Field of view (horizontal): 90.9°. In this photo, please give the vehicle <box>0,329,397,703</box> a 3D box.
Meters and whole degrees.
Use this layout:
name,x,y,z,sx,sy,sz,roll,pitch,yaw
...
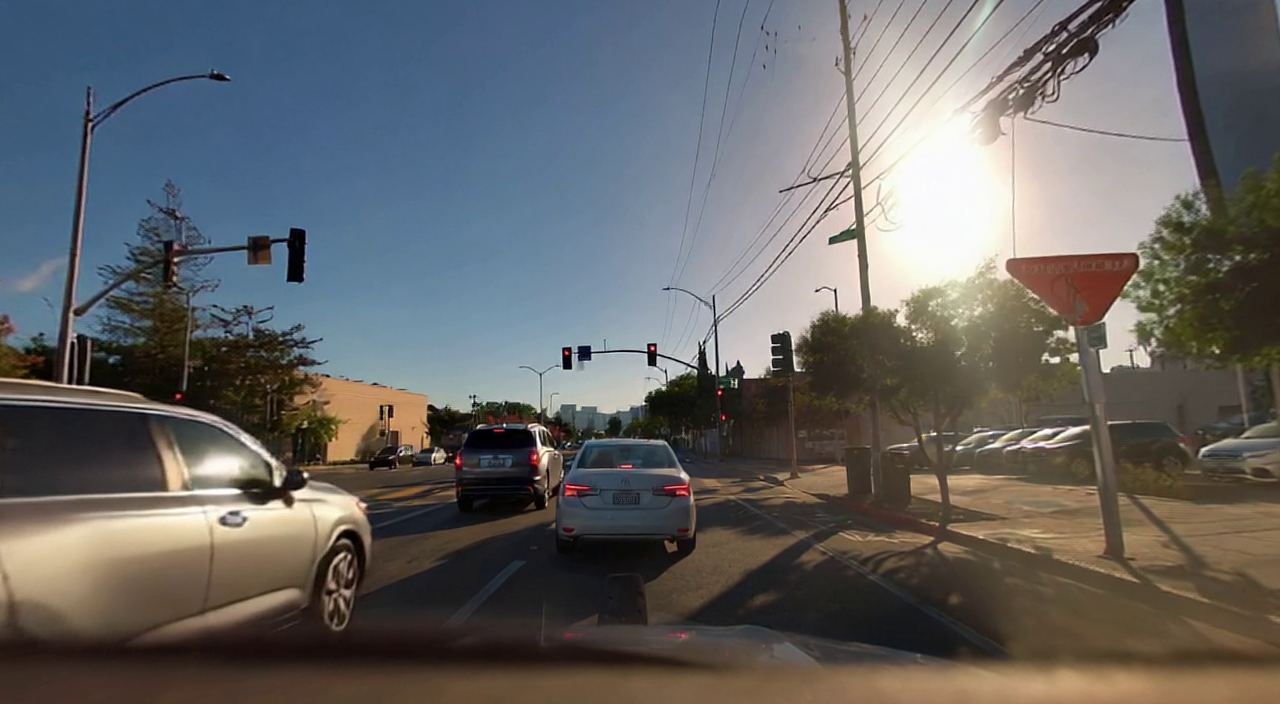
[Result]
name,x,y,z,sx,sy,sz,roll,pitch,yaw
vehicle,-2.908,0.940,2.938,2.003,1.681,3.878,0,-8,0

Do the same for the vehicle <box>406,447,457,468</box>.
name,x,y,z,sx,sy,sz,roll,pitch,yaw
vehicle,-15.547,7.800,46.853,2.111,1.511,4.641,6,-10,-36

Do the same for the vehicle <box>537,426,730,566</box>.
name,x,y,z,sx,sy,sz,roll,pitch,yaw
vehicle,-0.152,1.859,8.963,2.070,1.481,4.216,0,-8,-2

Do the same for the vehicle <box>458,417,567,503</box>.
name,x,y,z,sx,sy,sz,roll,pitch,yaw
vehicle,-3.035,2.669,15.989,2.106,1.852,4.512,0,-8,-4

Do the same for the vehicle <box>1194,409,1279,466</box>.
name,x,y,z,sx,sy,sz,roll,pitch,yaw
vehicle,18.727,2.533,18.672,4.446,1.511,1.977,4,-10,-29

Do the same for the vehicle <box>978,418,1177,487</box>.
name,x,y,z,sx,sy,sz,roll,pitch,yaw
vehicle,10.530,2.474,15.672,1.888,1.455,4.268,0,-8,1

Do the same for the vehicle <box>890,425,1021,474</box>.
name,x,y,z,sx,sy,sz,roll,pitch,yaw
vehicle,10.647,3.330,21.717,1.842,1.471,4.481,1,-8,-6
